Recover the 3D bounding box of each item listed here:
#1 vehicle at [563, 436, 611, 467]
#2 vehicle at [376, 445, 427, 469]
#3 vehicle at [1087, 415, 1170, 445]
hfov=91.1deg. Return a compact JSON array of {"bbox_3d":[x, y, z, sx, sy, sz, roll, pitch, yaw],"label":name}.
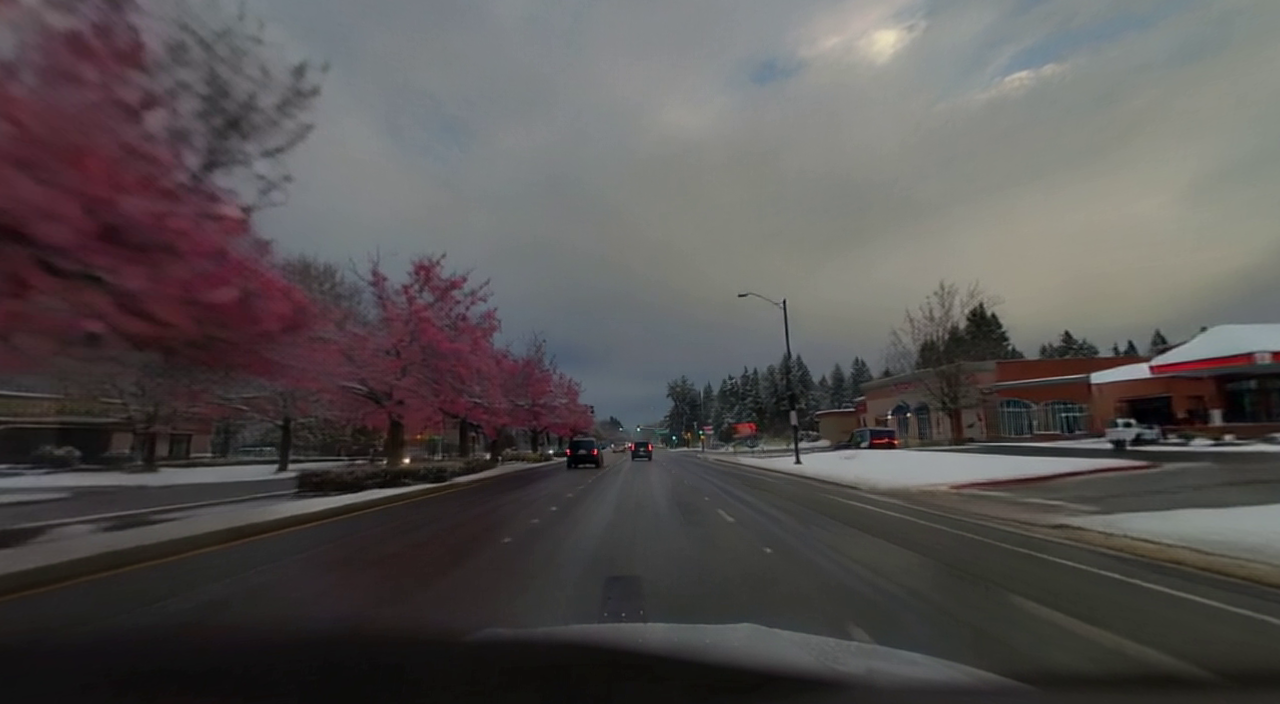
[{"bbox_3d":[-3.297,6.291,40.011,2.453,1.844,4.751,0,-8,2],"label":"vehicle"},{"bbox_3d":[-18.212,7.997,48.142,2.111,1.702,4.543,0,-8,0],"label":"vehicle"},{"bbox_3d":[27.415,4.427,35.194,4.677,1.583,1.955,5,-10,-30],"label":"vehicle"}]
